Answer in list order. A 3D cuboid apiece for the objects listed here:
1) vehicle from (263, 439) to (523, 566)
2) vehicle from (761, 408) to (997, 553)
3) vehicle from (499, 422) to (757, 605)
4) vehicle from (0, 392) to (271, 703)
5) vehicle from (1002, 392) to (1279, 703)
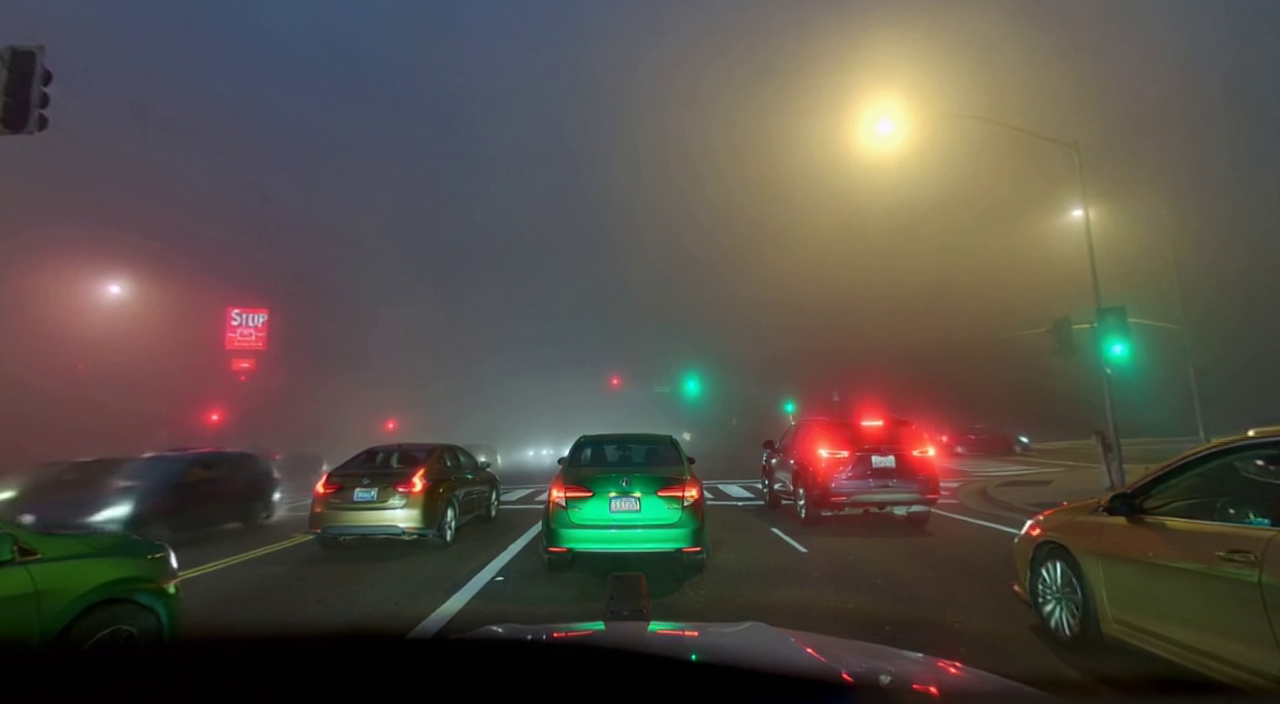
[{"bbox_3d":[-3.287,2.074,9.549,1.995,1.436,4.373,-1,-8,3],"label":"vehicle"},{"bbox_3d":[3.320,1.873,9.841,1.992,1.744,4.183,0,-8,0],"label":"vehicle"},{"bbox_3d":[-0.117,1.657,7.389,2.140,1.499,4.119,0,-8,0],"label":"vehicle"},{"bbox_3d":[-3.475,0.854,1.846,2.016,1.547,4.414,0,-8,1],"label":"vehicle"},{"bbox_3d":[3.943,0.972,3.100,1.800,1.519,4.198,0,-8,0],"label":"vehicle"}]
